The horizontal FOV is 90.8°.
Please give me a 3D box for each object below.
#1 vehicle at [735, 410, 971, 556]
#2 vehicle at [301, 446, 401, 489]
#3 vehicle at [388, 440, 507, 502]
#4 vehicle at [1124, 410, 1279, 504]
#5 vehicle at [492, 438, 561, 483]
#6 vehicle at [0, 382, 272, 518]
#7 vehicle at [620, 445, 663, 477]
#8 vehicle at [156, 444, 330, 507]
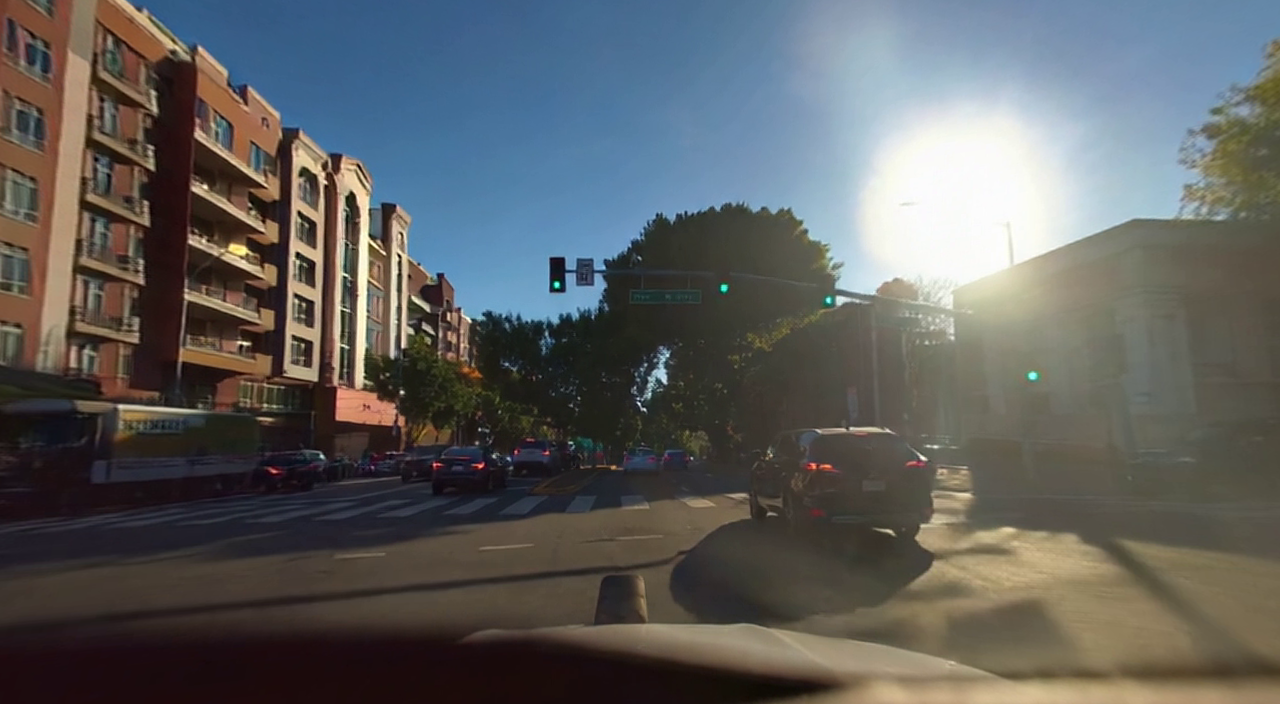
[{"bbox_3d":[3.100,2.019,10.549,2.129,1.844,4.767,0,-8,-2],"label":"vehicle"},{"bbox_3d":[-11.880,4.737,26.327,2.183,1.630,4.221,0,-8,-1],"label":"vehicle"},{"bbox_3d":[-5.536,3.477,18.913,2.062,1.532,4.830,-2,-9,0],"label":"vehicle"},{"bbox_3d":[15.271,2.424,14.928,5.888,1.985,2.357,0,-8,-6],"label":"vehicle"},{"bbox_3d":[-4.971,4.815,28.463,2.275,1.816,4.923,0,-8,-1],"label":"vehicle"},{"bbox_3d":[-15.176,3.005,18.878,2.932,3.089,8.772,0,-10,1],"label":"vehicle"},{"bbox_3d":[0.056,5.611,32.796,2.059,1.492,4.033,0,-8,-1],"label":"vehicle"},{"bbox_3d":[-11.755,3.628,19.250,2.001,1.638,4.980,0,-8,1],"label":"vehicle"}]
